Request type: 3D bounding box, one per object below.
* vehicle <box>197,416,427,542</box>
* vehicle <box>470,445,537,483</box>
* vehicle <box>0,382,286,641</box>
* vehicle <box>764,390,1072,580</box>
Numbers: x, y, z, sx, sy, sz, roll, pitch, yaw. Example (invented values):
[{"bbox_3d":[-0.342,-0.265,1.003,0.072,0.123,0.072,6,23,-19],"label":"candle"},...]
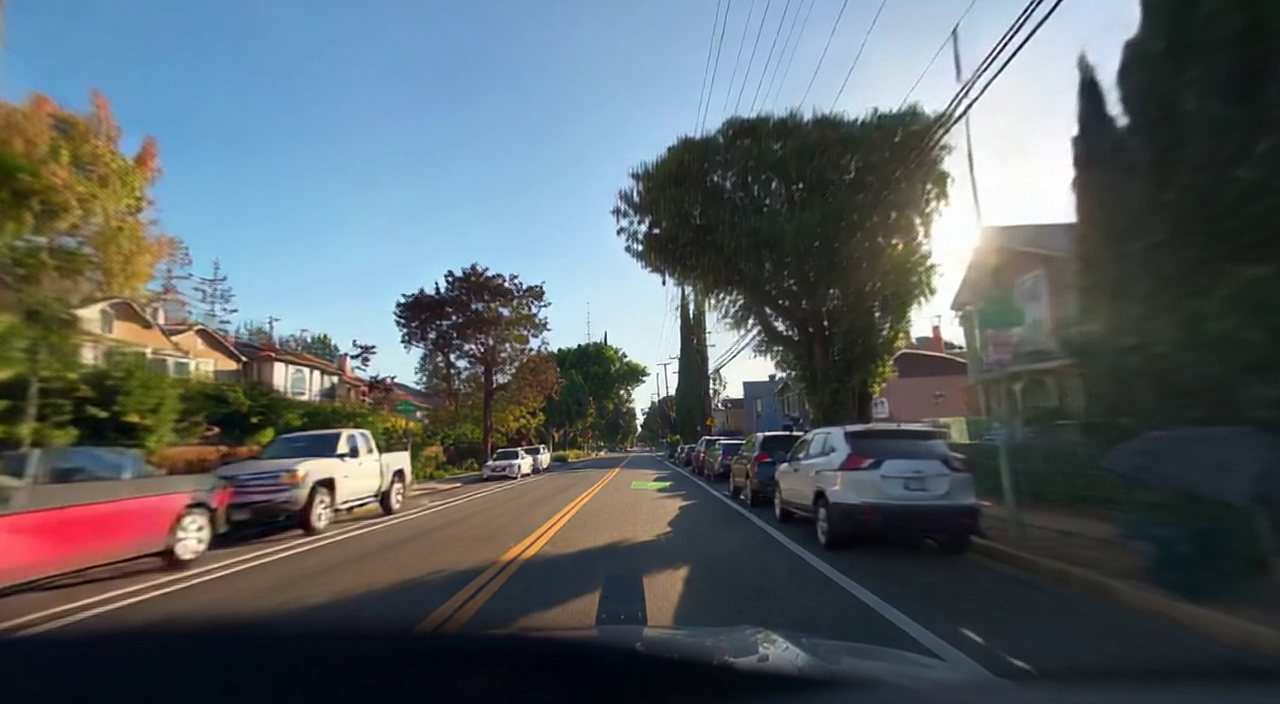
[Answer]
[{"bbox_3d":[-6.538,2.529,13.546,2.270,2.098,5.130,-1,-7,-1],"label":"vehicle"},{"bbox_3d":[-6.563,5.436,30.948,2.084,1.573,4.599,-2,-8,2],"label":"vehicle"},{"bbox_3d":[-6.479,1.537,6.744,2.451,2.099,5.112,-1,-7,0],"label":"vehicle"},{"bbox_3d":[3.419,1.779,9.310,2.065,1.953,5.359,0,-9,0],"label":"vehicle"}]
